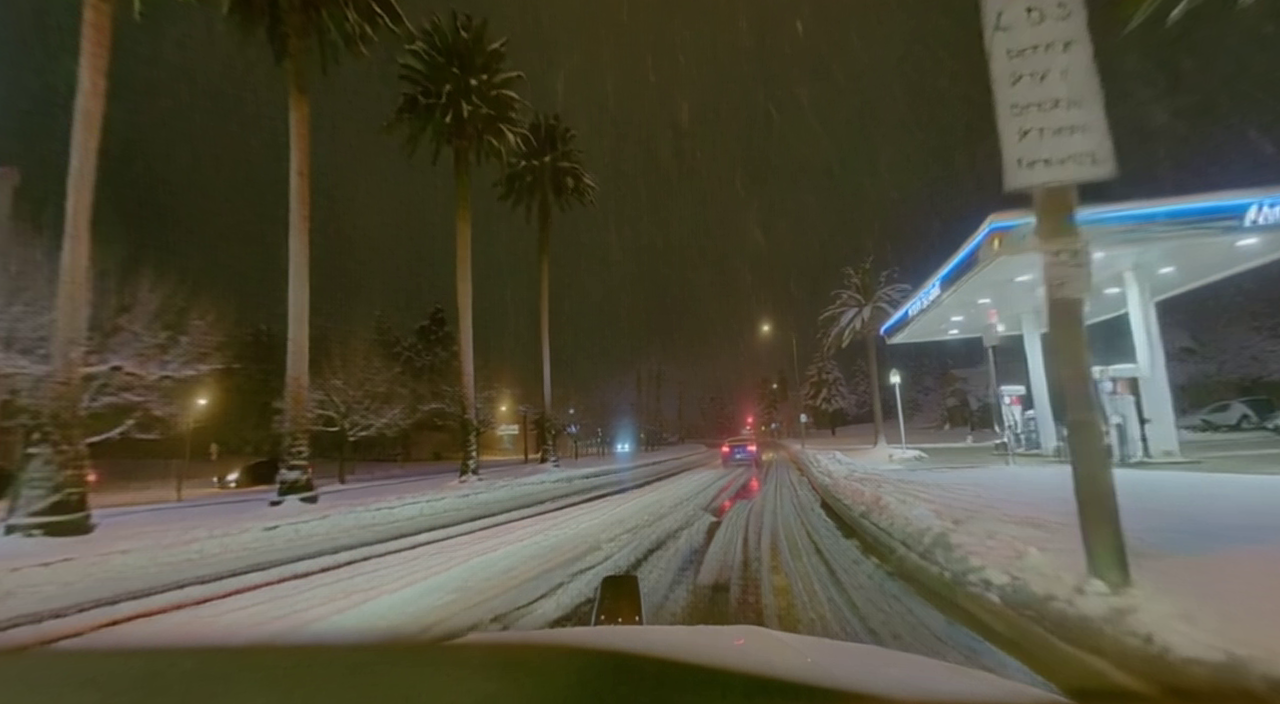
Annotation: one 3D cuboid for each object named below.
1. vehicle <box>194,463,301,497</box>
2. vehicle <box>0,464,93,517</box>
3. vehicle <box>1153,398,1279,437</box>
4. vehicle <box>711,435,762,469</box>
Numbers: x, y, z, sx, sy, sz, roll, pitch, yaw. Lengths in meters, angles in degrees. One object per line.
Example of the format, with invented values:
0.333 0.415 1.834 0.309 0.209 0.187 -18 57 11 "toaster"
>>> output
-19.806 6.436 32.056 1.825 1.441 4.656 -2 -9 11 "vehicle"
-21.926 4.748 21.629 1.884 1.651 4.330 -2 -9 12 "vehicle"
30.711 3.534 33.585 4.513 1.657 2.002 -6 -10 18 "vehicle"
4.680 4.740 30.066 2.050 1.509 4.148 -2 -9 13 "vehicle"
